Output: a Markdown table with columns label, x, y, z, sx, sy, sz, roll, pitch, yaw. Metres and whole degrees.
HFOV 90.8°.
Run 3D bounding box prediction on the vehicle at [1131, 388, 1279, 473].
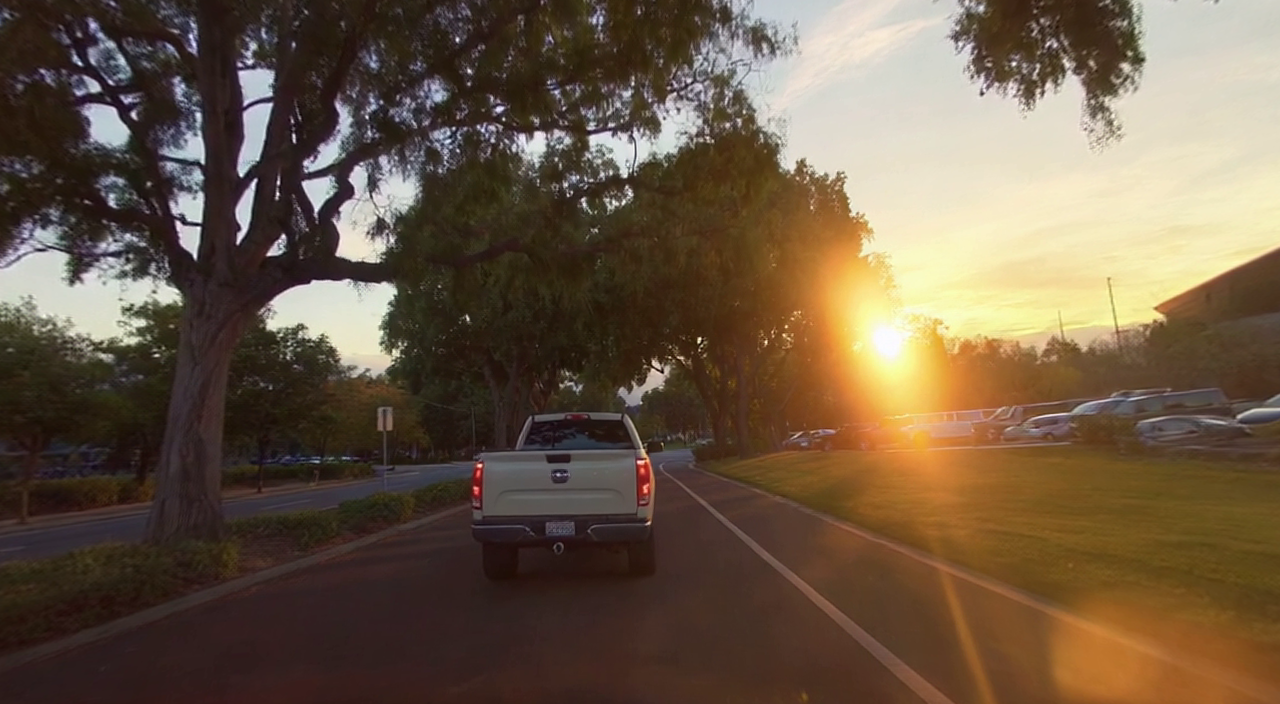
| label | x | y | z | sx | sy | sz | roll | pitch | yaw |
| --- | --- | --- | --- | --- | --- | --- | --- | --- | --- |
| vehicle | 11.876 | 1.410 | 11.402 | 4.298 | 1.392 | 1.944 | -1 | -8 | 2 |

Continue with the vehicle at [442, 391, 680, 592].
| label | x | y | z | sx | sy | sz | roll | pitch | yaw |
| --- | --- | --- | --- | --- | --- | --- | --- | --- | --- |
| vehicle | -0.652 | 1.636 | 8.348 | 2.157 | 1.816 | 5.039 | 0 | -8 | 2 |
